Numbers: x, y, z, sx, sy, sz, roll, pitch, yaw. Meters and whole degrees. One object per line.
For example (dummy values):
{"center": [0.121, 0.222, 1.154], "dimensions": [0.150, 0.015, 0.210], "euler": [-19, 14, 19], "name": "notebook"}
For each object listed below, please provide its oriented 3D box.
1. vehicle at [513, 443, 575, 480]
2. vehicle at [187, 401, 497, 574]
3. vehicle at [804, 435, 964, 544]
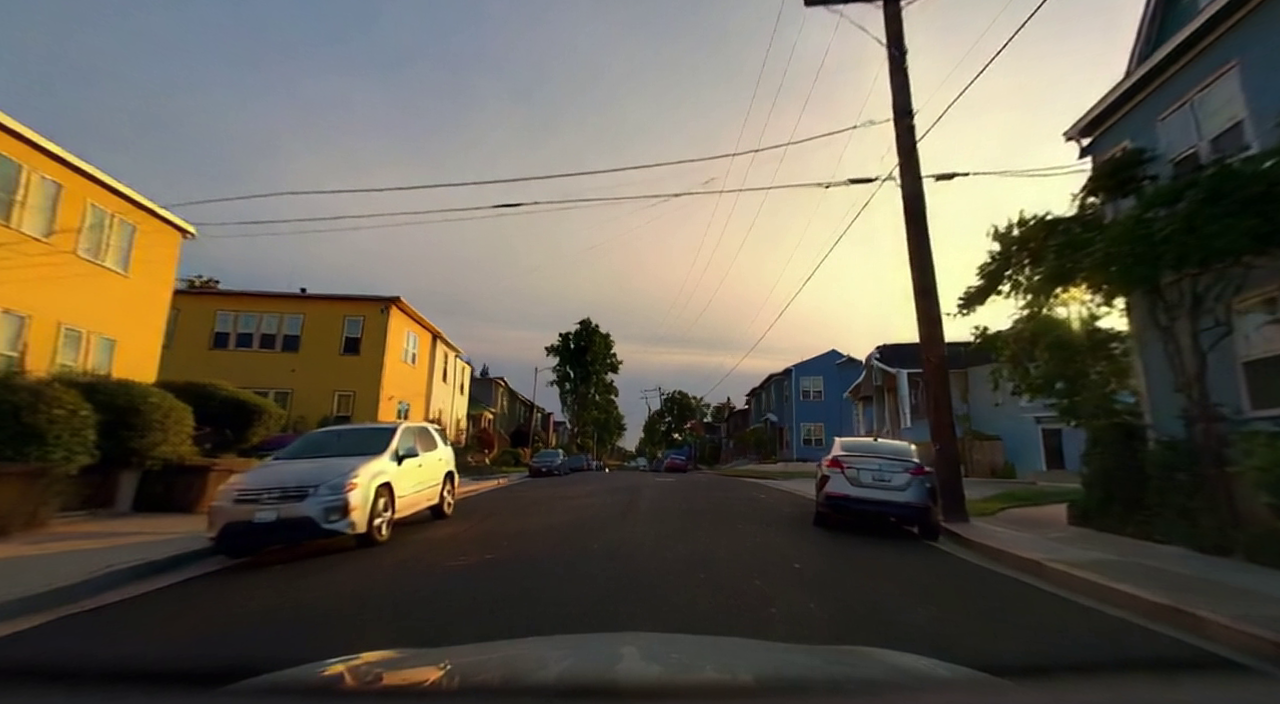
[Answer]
{"center": [-4.375, 5.071, 29.392], "dimensions": [2.080, 1.471, 4.638], "euler": [2, -9, 1], "name": "vehicle"}
{"center": [-4.105, 1.793, 10.147], "dimensions": [2.131, 1.851, 5.650], "euler": [1, -4, 2], "name": "vehicle"}
{"center": [4.692, 2.330, 11.624], "dimensions": [2.139, 1.533, 4.676], "euler": [-3, -9, 28], "name": "vehicle"}
